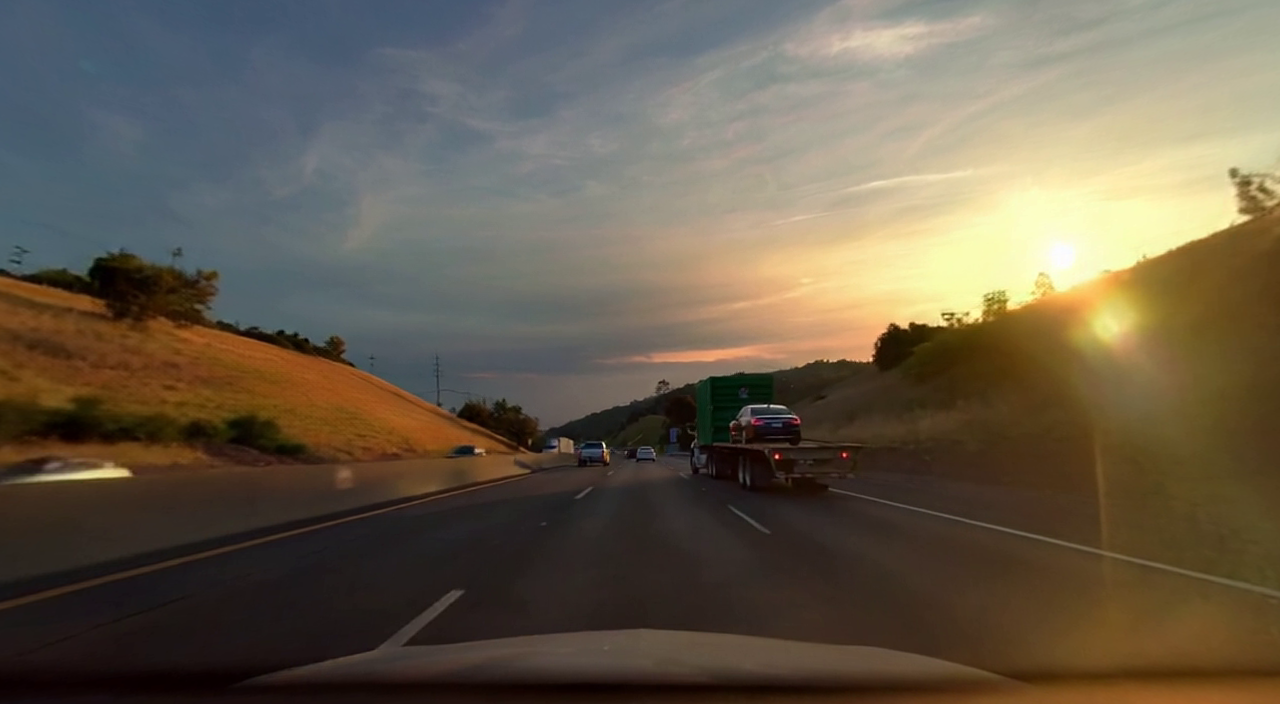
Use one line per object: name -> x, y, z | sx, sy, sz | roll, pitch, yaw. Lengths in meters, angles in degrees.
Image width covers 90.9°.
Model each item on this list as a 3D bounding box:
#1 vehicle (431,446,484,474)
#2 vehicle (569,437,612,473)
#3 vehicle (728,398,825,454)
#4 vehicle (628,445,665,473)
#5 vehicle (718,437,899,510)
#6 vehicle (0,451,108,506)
vehicle -> -10.784, 6.422, 37.561 | 1.891, 1.528, 4.142 | 0, -9, 1
vehicle -> -2.930, 6.253, 38.352 | 2.142, 2.044, 4.446 | 0, -9, 2
vehicle -> 4.099, 2.395, 19.743 | 1.968, 1.547, 4.215 | 0, -9, -2
vehicle -> 0.383, 6.241, 36.892 | 2.086, 1.497, 3.681 | 0, -9, 1
vehicle -> 4.246, 3.383, 18.477 | 2.654, 1.574, 9.537 | 0, -9, 0
vehicle -> -18.569, 3.731, 18.928 | 1.962, 1.488, 3.587 | 0, -9, 0
